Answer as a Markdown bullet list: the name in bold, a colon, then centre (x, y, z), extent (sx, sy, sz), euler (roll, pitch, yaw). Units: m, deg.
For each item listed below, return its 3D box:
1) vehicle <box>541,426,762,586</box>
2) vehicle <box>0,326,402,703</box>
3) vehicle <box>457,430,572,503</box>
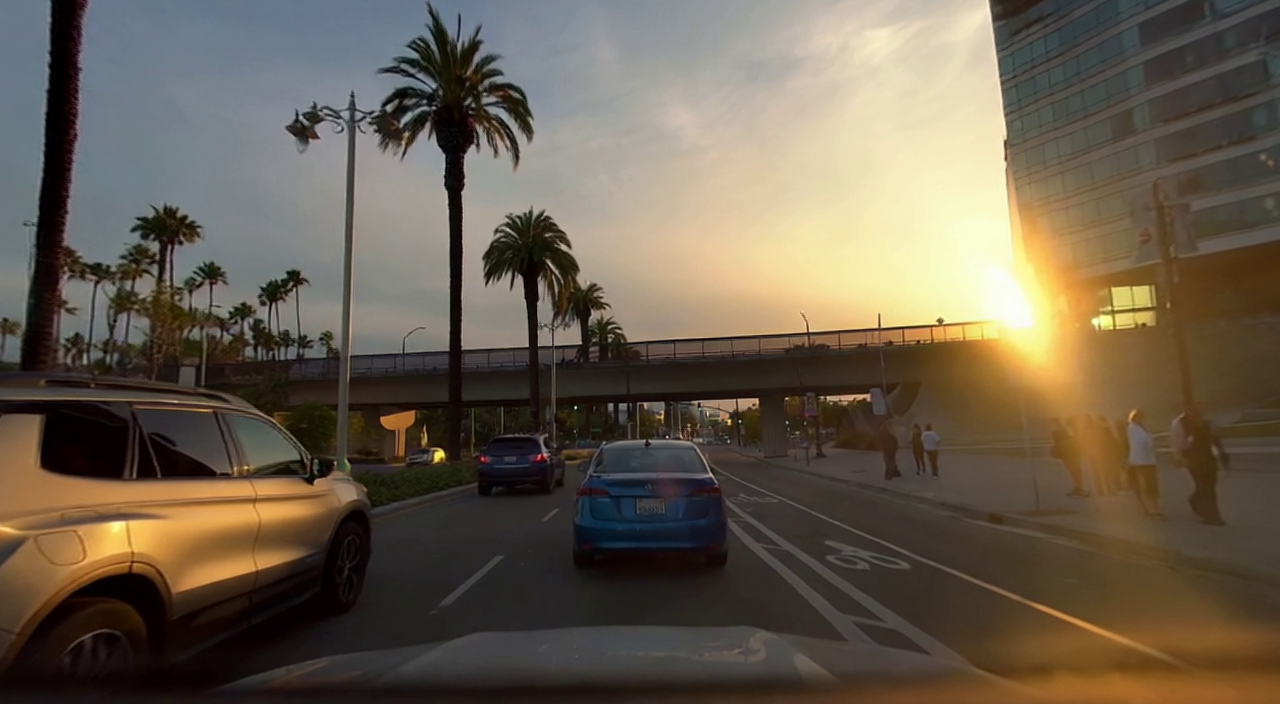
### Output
- **vehicle**: centre (0.062, 1.731, 7.962), extent (2.036, 1.461, 4.129), euler (0, -8, -1)
- **vehicle**: centre (-3.245, 0.977, 3.520), extent (2.014, 1.740, 4.359), euler (0, -8, 2)
- **vehicle**: centre (-3.044, 2.877, 16.258), extent (1.955, 1.637, 4.032), euler (-1, -8, 3)
